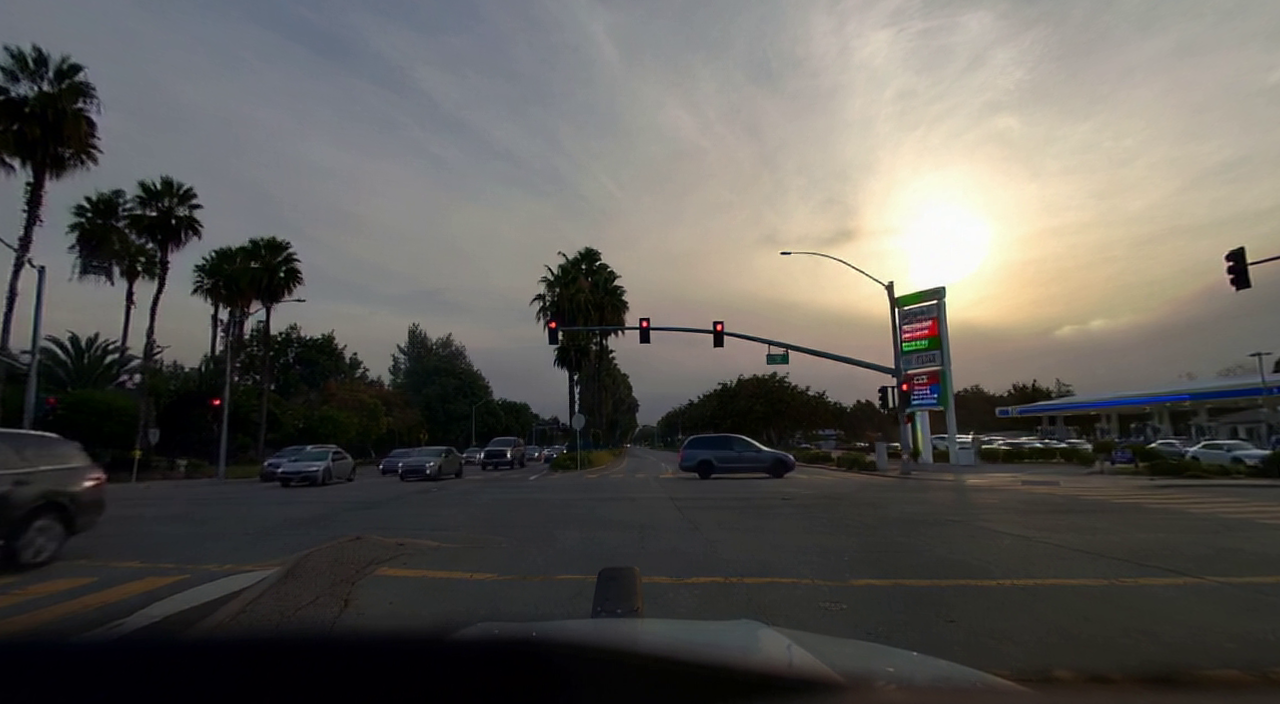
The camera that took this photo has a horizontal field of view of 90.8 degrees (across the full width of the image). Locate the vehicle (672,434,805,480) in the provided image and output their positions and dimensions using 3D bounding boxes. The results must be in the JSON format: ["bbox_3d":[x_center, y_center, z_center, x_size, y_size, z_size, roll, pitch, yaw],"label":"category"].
[{"bbox_3d":[3.928,4.177,25.307,4.892,1.719,1.929,3,-9,-21],"label":"vehicle"}]

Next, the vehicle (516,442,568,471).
[{"bbox_3d":[-5.379,5.849,35.438,2.079,1.490,5.064,0,-9,1],"label":"vehicle"}]

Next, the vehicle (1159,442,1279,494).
[{"bbox_3d":[18.765,3.412,18.822,5.015,1.446,1.862,0,-9,-2],"label":"vehicle"}]

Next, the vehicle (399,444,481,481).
[{"bbox_3d":[-8.750,4.854,28.102,2.034,1.510,4.647,0,-9,1],"label":"vehicle"}]

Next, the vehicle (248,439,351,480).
[{"bbox_3d":[-15.379,4.877,28.902,1.852,1.705,5.263,0,-9,-1],"label":"vehicle"}]

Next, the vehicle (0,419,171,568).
[{"bbox_3d":[-8.442,1.679,7.568,2.124,1.701,4.551,0,-9,0],"label":"vehicle"}]

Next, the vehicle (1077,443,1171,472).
[{"bbox_3d":[24.260,5.294,31.736,3.474,1.376,1.538,0,-9,-2],"label":"vehicle"}]

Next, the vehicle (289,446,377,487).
[{"bbox_3d":[-11.974,4.456,24.892,1.633,1.460,3.540,0,-9,0],"label":"vehicle"}]

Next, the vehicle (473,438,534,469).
[{"bbox_3d":[-8.797,6.621,41.372,2.609,1.865,5.875,0,-9,0],"label":"vehicle"}]

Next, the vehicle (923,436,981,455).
[{"bbox_3d":[22.540,6.760,45.657,3.356,1.395,1.559,0,-9,-1],"label":"vehicle"}]
